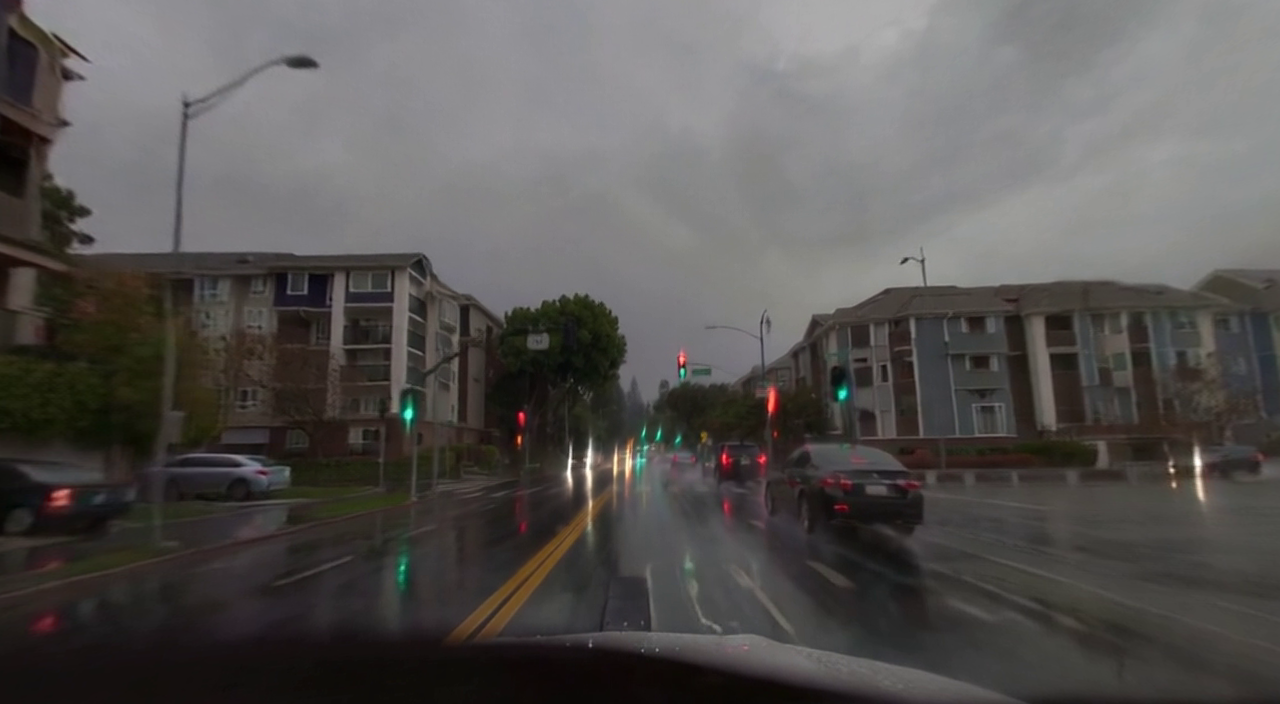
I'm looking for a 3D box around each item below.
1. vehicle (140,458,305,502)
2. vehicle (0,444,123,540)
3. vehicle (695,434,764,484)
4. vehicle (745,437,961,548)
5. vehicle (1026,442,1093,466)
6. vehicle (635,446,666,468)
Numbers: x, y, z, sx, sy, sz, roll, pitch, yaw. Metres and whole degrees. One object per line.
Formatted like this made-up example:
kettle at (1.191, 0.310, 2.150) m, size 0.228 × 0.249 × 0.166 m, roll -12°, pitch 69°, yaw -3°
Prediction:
vehicle at (-15.290, 4.696, 23.256) m, size 4.727 × 1.483 × 2.002 m, roll -1°, pitch -9°, yaw 4°
vehicle at (-15.308, 3.223, 14.658) m, size 4.650 × 1.993 × 2.225 m, roll -2°, pitch -8°, yaw 3°
vehicle at (3.577, 4.388, 26.218) m, size 2.199 × 1.872 × 4.513 m, roll 0°, pitch -9°, yaw 0°
vehicle at (3.296, 2.280, 11.001) m, size 2.078 × 1.488 × 4.741 m, roll 0°, pitch -9°, yaw 0°
vehicle at (28.777, 7.002, 43.351) m, size 1.698 × 1.477 × 3.735 m, roll -2°, pitch -9°, yaw -7°
vehicle at (0.675, 7.451, 44.748) m, size 2.097 × 1.463 × 4.043 m, roll 0°, pitch -9°, yaw 0°
